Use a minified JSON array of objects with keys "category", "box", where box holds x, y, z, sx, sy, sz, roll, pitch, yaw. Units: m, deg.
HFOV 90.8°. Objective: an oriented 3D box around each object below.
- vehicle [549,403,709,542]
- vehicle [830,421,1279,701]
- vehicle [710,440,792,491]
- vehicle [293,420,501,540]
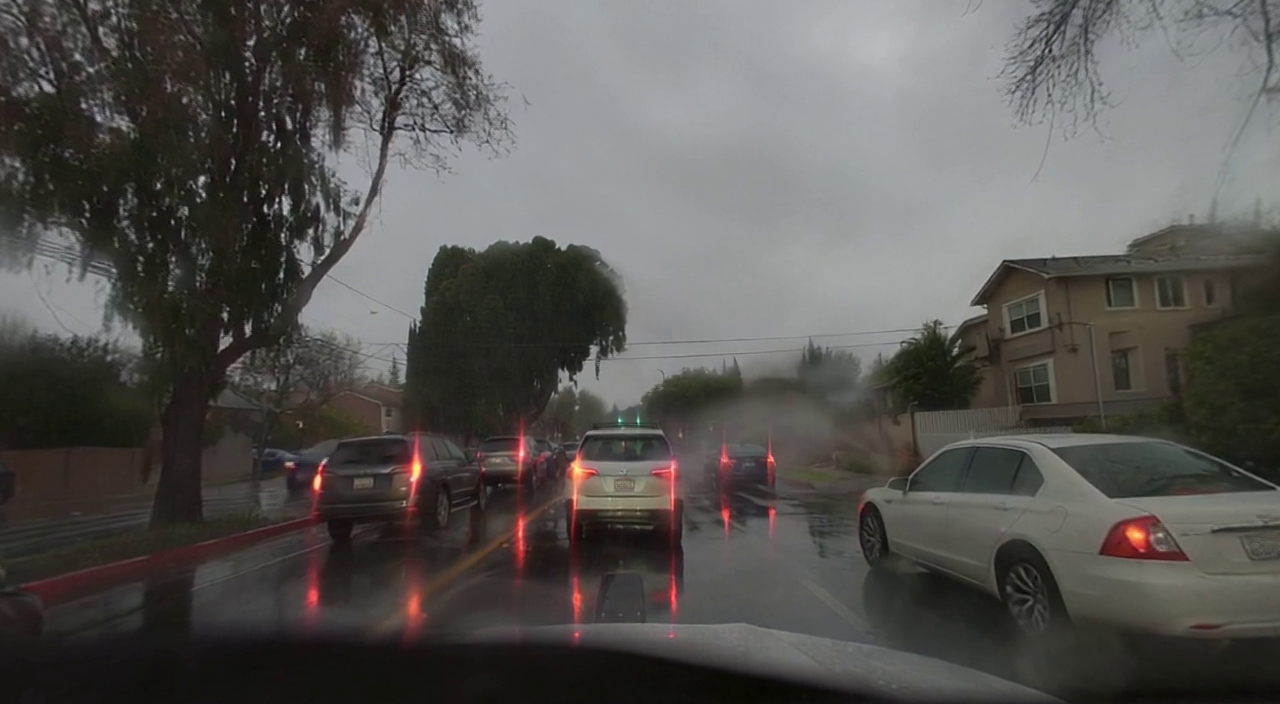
[{"category":"vehicle","box":[-0.235,1.945,10.758,2.164,1.867,4.254,0,-8,-2]},{"category":"vehicle","box":[3.472,1.457,5.754,1.977,1.480,4.589,0,-8,-1]},{"category":"vehicle","box":[3.502,3.649,20.656,1.880,1.476,3.932,0,-8,-1]},{"category":"vehicle","box":[-3.721,2.029,10.640,1.864,1.576,4.324,0,-8,-1]}]
